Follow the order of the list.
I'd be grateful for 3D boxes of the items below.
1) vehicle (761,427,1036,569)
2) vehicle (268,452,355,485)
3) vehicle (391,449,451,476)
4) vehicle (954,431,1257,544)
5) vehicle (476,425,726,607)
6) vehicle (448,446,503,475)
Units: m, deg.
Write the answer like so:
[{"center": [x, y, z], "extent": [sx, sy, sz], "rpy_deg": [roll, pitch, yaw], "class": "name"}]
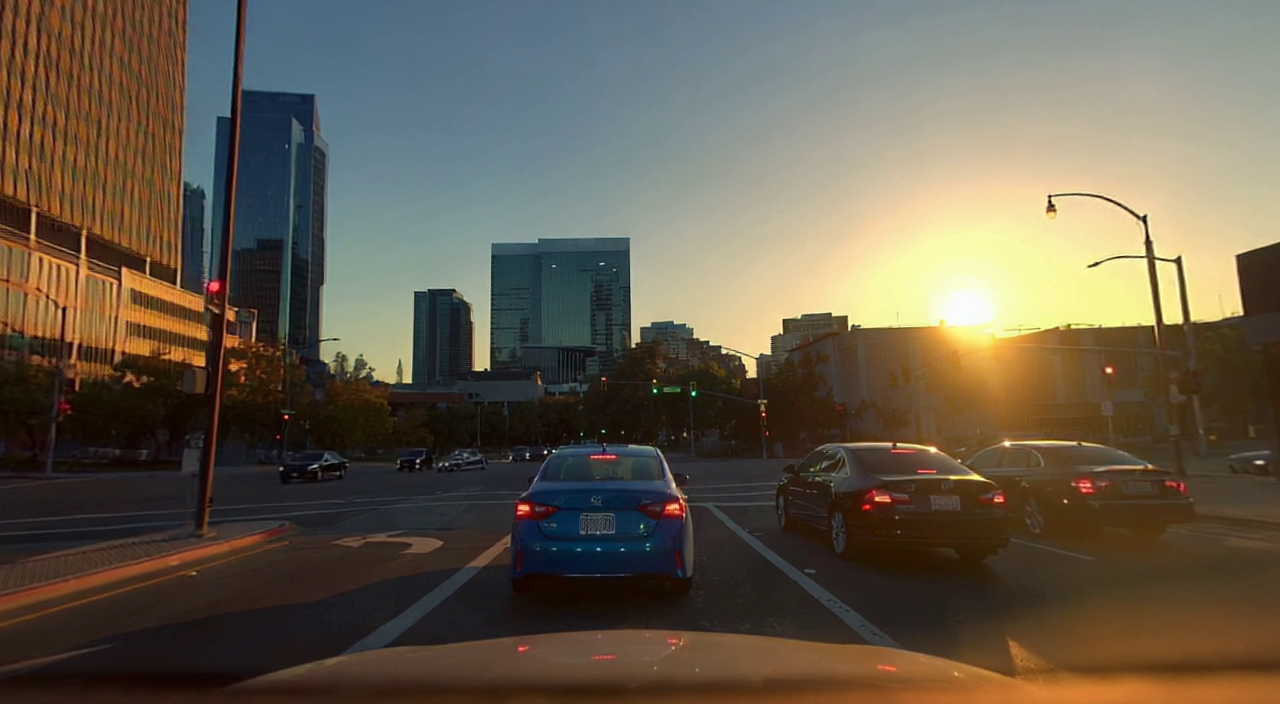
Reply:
[{"center": [3.216, 1.887, 8.965], "extent": [2.042, 1.508, 4.109], "rpy_deg": [0, -8, -2], "class": "vehicle"}, {"center": [-16.592, 5.874, 32.167], "extent": [2.048, 1.463, 4.530], "rpy_deg": [0, -8, -1], "class": "vehicle"}, {"center": [-13.009, 6.556, 37.722], "extent": [2.049, 1.483, 4.407], "rpy_deg": [0, -8, 0], "class": "vehicle"}, {"center": [7.445, 2.164, 10.781], "extent": [1.908, 1.517, 4.182], "rpy_deg": [0, -8, -1], "class": "vehicle"}, {"center": [-0.368, 1.653, 7.284], "extent": [2.059, 1.477, 3.988], "rpy_deg": [0, -8, -1], "class": "vehicle"}, {"center": [-9.192, 6.079, 35.468], "extent": [2.045, 1.492, 3.816], "rpy_deg": [0, -8, 0], "class": "vehicle"}]
